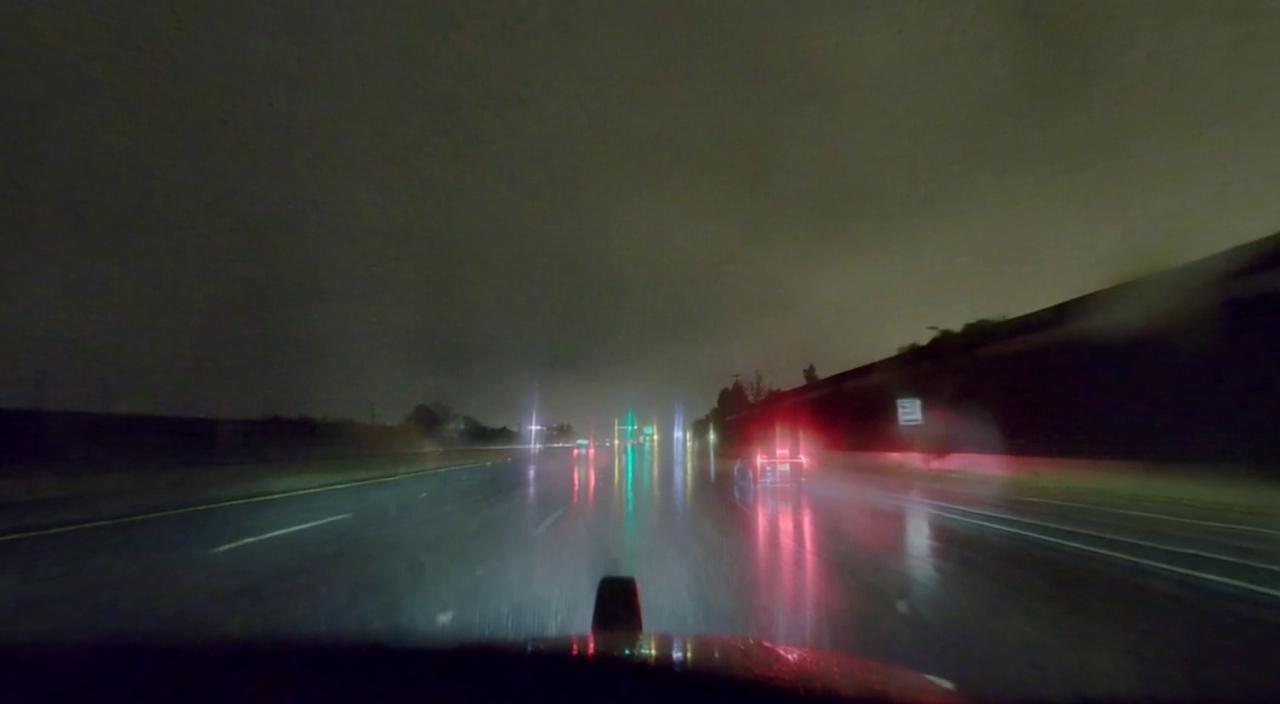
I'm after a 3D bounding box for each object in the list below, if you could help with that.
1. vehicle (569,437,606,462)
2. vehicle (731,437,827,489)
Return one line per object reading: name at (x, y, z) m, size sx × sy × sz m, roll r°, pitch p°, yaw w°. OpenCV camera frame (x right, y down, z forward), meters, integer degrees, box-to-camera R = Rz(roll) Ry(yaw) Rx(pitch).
vehicle at (-3.492, 6.583, 42.735) m, size 2.048 × 1.618 × 4.424 m, roll 0°, pitch -8°, yaw 0°
vehicle at (4.373, 3.563, 20.661) m, size 2.060 × 1.485 × 4.274 m, roll 0°, pitch -9°, yaw -1°
